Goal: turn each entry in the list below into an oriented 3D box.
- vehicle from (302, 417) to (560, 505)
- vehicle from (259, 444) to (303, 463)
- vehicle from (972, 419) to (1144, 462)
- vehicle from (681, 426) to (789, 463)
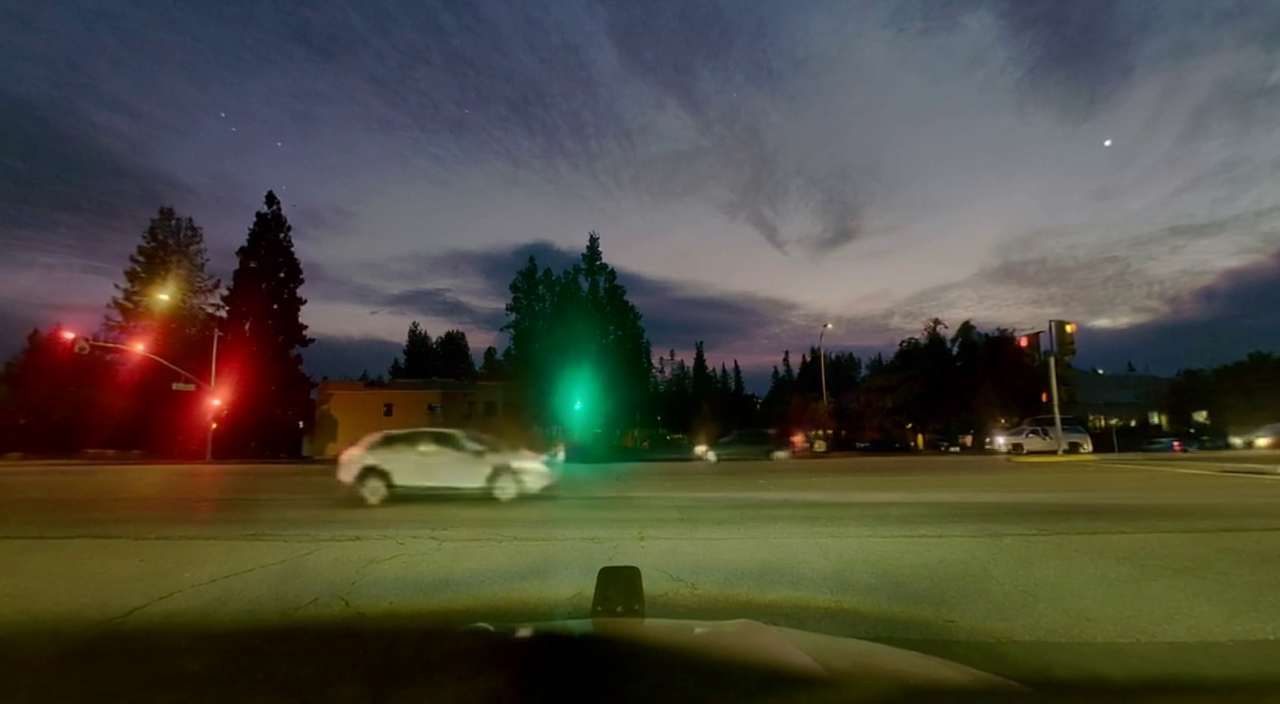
[{"bbox_3d":[-4.514,2.389,14.063,4.959,1.715,2.162,-2,-9,11],"label":"vehicle"},{"bbox_3d":[-28.114,7.918,49.569,2.235,1.417,4.272,3,-9,-20],"label":"vehicle"},{"bbox_3d":[15.015,3.219,22.955,4.749,1.461,1.892,-1,-9,9],"label":"vehicle"},{"bbox_3d":[4.329,4.205,28.747,4.677,1.593,2.029,-2,-9,11],"label":"vehicle"}]
